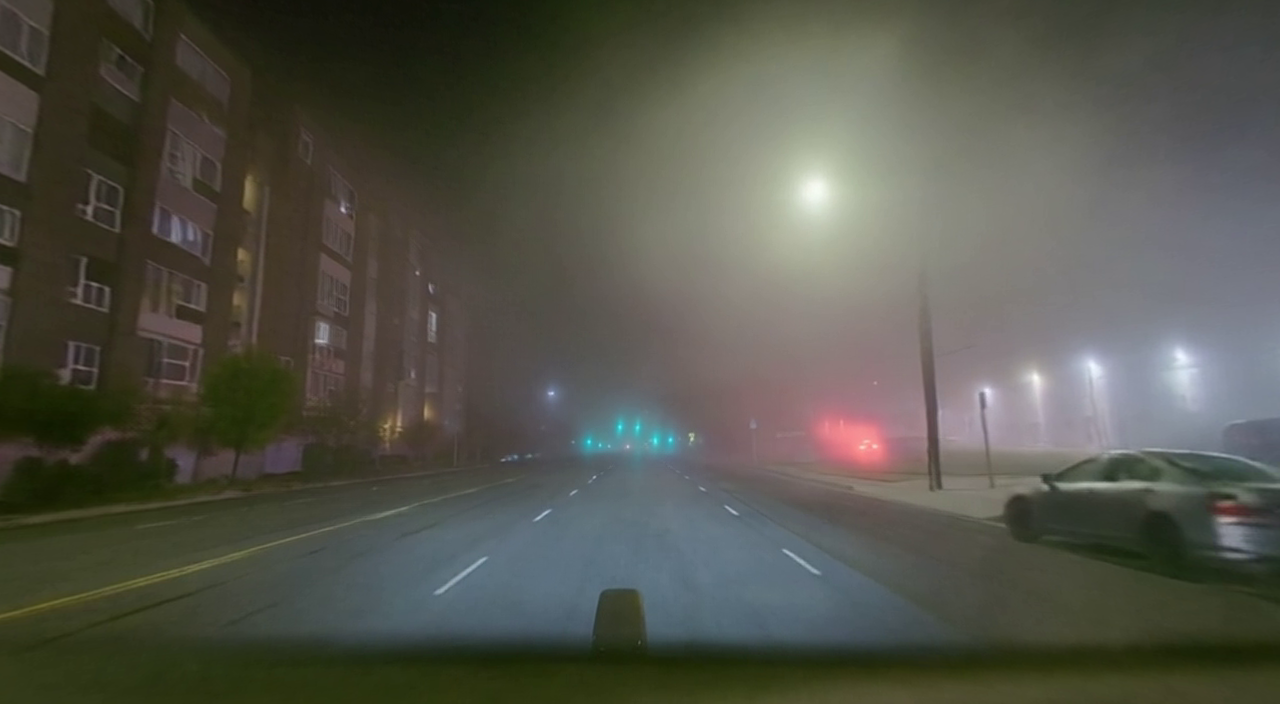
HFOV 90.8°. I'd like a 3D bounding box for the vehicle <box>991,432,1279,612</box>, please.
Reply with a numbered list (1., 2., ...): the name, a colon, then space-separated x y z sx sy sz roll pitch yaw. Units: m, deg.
1. vehicle: 6.356 1.709 7.164 1.948 1.526 4.518 0 -8 -3
